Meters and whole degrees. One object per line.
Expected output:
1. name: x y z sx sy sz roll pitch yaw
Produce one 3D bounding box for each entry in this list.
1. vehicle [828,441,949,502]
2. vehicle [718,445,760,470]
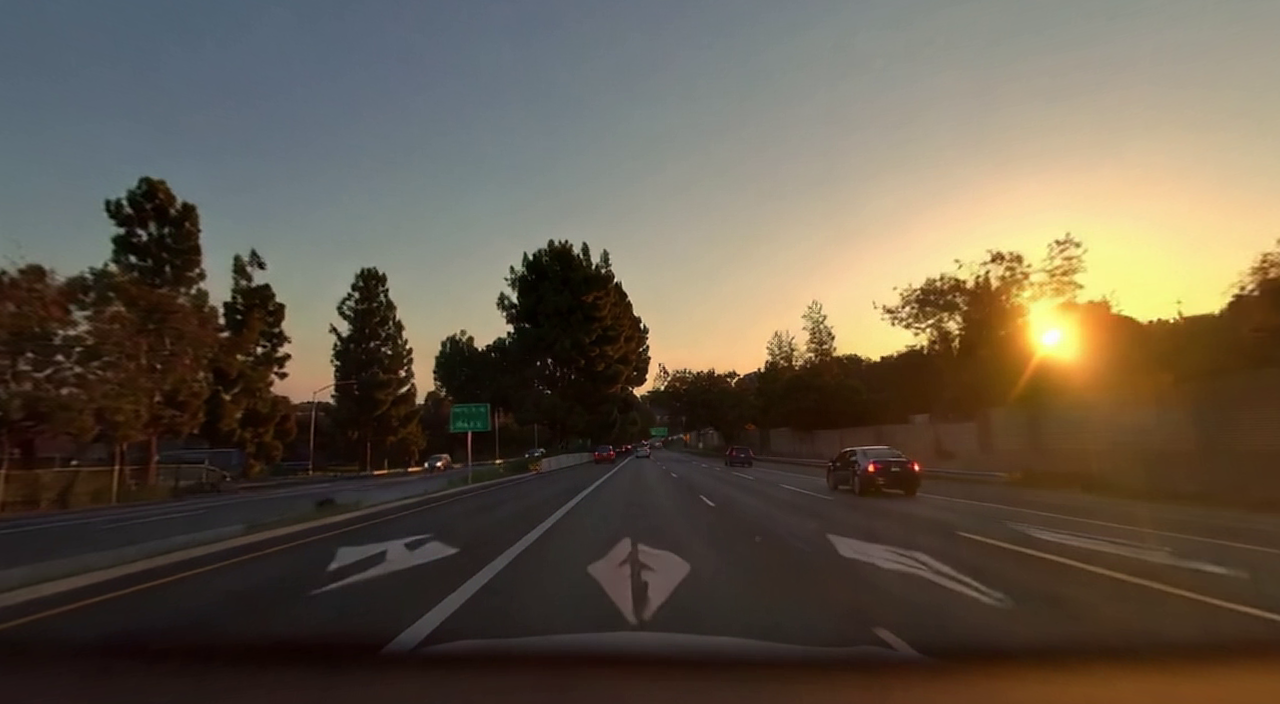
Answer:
1. vehicle: 6.764 3.262 17.648 1.838 1.518 3.713 0 -8 0
2. vehicle: 6.598 7.058 42.560 1.987 1.597 4.463 0 -8 -2
